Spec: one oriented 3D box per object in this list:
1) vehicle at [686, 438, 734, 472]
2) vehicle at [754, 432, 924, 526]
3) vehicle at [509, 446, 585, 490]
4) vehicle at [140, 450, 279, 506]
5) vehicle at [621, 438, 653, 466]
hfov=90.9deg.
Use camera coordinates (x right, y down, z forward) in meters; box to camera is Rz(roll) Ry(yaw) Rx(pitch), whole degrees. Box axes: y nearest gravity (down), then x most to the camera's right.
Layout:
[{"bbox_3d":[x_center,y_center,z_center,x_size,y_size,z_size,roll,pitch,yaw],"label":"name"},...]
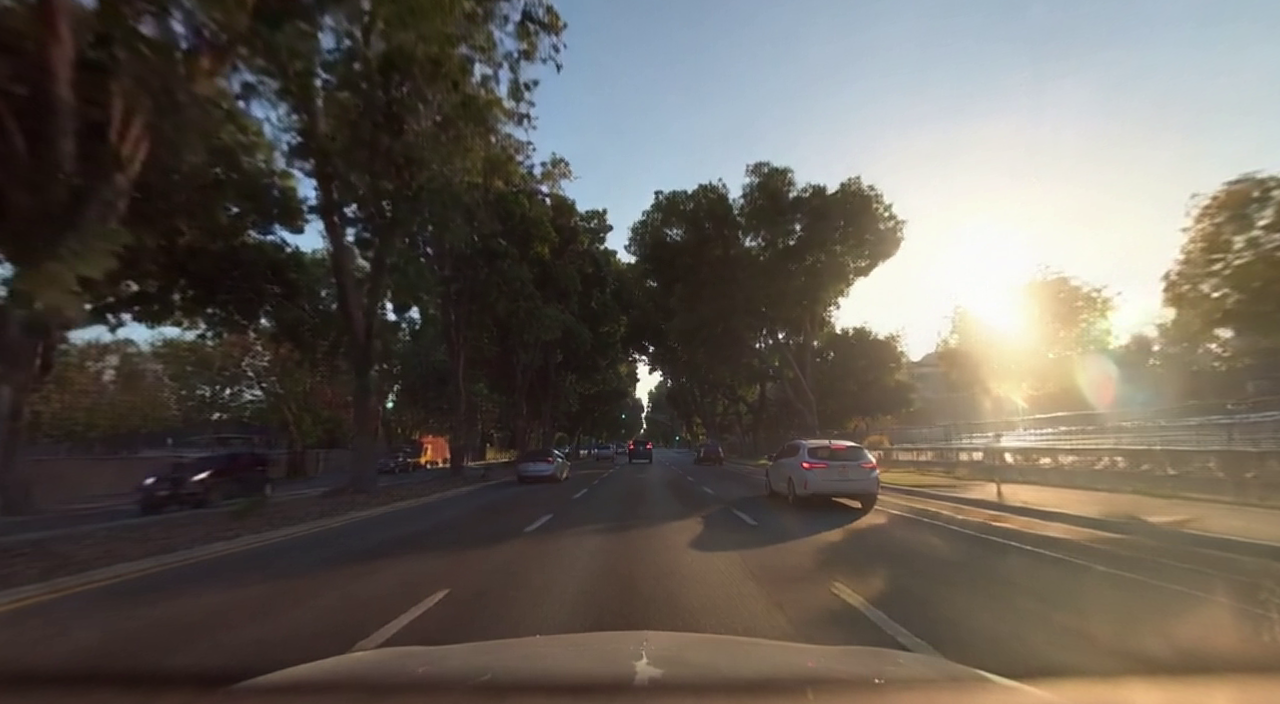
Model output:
[{"bbox_3d":[3.735,5.549,34.255,1.980,1.709,4.367,0,-8,-1],"label":"vehicle"},{"bbox_3d":[3.578,2.353,12.271,1.919,1.502,4.232,0,-8,0],"label":"vehicle"},{"bbox_3d":[-3.107,3.947,21.832,2.013,1.354,3.908,0,-8,0],"label":"vehicle"},{"bbox_3d":[-16.449,4.791,24.476,2.011,1.892,4.711,0,-8,0],"label":"vehicle"},{"bbox_3d":[-0.231,7.269,46.032,2.247,1.882,4.603,0,-8,-1],"label":"vehicle"}]
